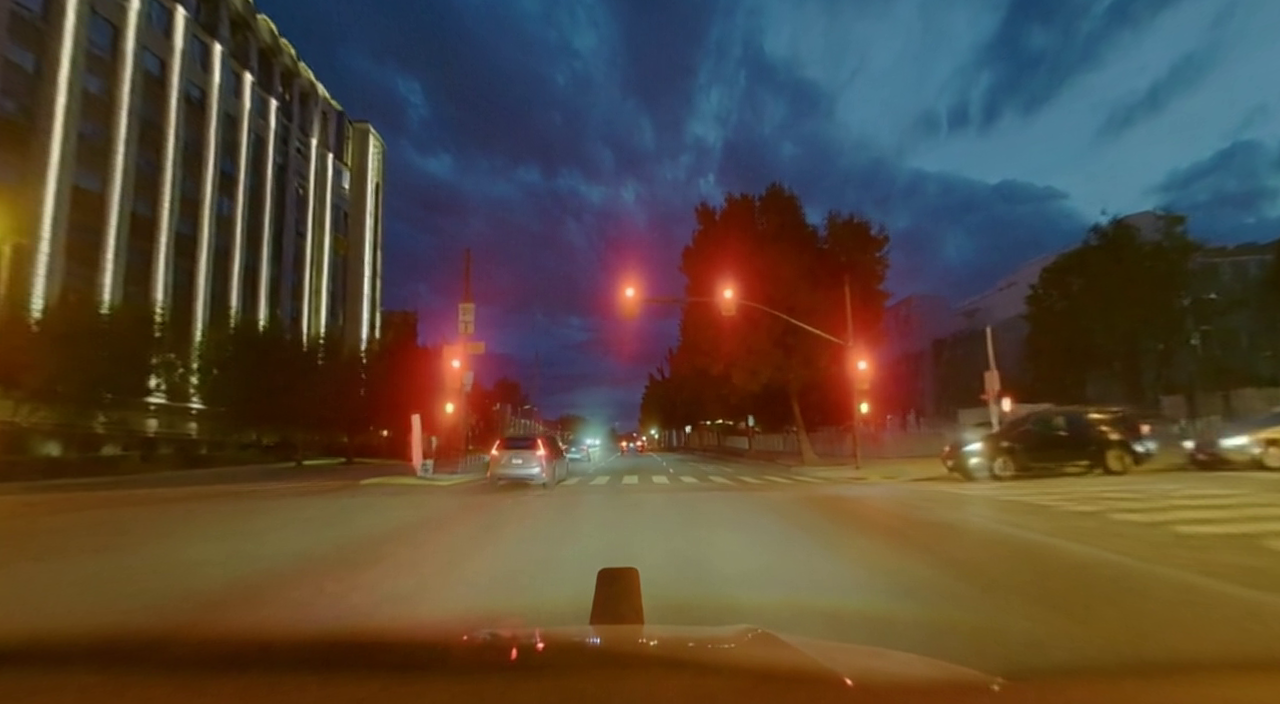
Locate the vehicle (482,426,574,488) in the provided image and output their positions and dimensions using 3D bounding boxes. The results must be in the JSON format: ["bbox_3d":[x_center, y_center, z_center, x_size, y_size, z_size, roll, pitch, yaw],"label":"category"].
[{"bbox_3d":[-3.386,3.300,20.048,2.116,1.725,4.315,0,-9,0],"label":"vehicle"}]

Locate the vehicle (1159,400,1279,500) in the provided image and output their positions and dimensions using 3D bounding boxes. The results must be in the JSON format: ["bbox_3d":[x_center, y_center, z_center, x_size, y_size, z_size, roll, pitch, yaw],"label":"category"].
[{"bbox_3d":[13.196,1.783,12.334,4.328,1.742,1.942,-3,-7,-1],"label":"vehicle"}]

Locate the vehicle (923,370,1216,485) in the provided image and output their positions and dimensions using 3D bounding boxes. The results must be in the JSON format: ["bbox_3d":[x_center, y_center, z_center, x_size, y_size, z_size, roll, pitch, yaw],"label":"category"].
[{"bbox_3d":[11.861,2.126,17.882,6.233,2.668,2.627,-3,-8,-3],"label":"vehicle"}]

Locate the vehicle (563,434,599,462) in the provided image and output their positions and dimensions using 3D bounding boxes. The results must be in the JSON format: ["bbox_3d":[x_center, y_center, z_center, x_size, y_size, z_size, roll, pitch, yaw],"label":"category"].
[{"bbox_3d":[-3.967,6.573,43.199,2.152,1.802,4.628,0,-9,-2],"label":"vehicle"}]

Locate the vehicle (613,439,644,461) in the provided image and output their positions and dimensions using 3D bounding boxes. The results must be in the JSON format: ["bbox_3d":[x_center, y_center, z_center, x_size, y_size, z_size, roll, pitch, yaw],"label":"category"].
[{"bbox_3d":[-0.893,7.047,45.461,2.095,1.438,3.843,0,-9,-3],"label":"vehicle"}]
